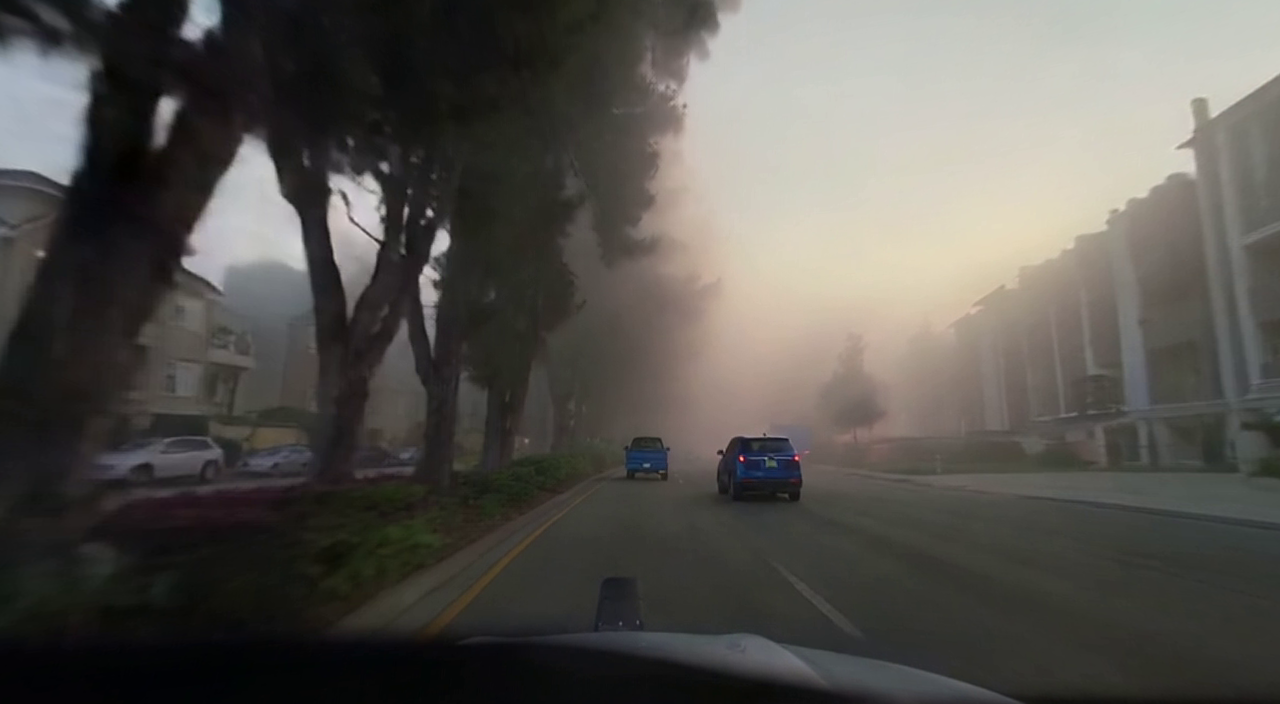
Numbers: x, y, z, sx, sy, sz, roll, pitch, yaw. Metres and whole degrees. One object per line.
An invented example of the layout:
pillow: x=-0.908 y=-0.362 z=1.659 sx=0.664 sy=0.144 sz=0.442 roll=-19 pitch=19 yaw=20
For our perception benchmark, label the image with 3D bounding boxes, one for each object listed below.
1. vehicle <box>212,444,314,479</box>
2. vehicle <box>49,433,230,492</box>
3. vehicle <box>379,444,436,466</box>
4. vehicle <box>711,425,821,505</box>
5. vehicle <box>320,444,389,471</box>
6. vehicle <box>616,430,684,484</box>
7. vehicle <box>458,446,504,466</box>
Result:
vehicle: x=-18.539 y=5.442 z=31.359 sx=1.961 sy=1.556 sz=4.791 roll=-2 pitch=-10 yaw=2
vehicle: x=-18.587 y=4.178 z=23.965 sx=2.195 sy=1.894 sz=5.489 roll=-2 pitch=-10 yaw=3
vehicle: x=-17.222 y=7.730 z=47.128 sx=2.008 sy=1.487 sz=5.078 roll=-2 pitch=-10 yaw=4
vehicle: x=3.142 y=2.944 z=16.802 sx=2.033 sy=1.823 sz=4.409 roll=0 pitch=-9 yaw=0
vehicle: x=-18.101 y=6.748 z=40.332 sx=2.010 sy=1.609 sz=4.549 roll=-1 pitch=-10 yaw=3
vehicle: x=0.409 y=4.003 z=24.313 sx=2.345 sy=1.841 sz=5.032 roll=0 pitch=-9 yaw=2
vehicle: x=-12.215 y=8.011 z=48.717 sx=1.884 sy=1.454 sz=4.858 roll=-1 pitch=-9 yaw=5
